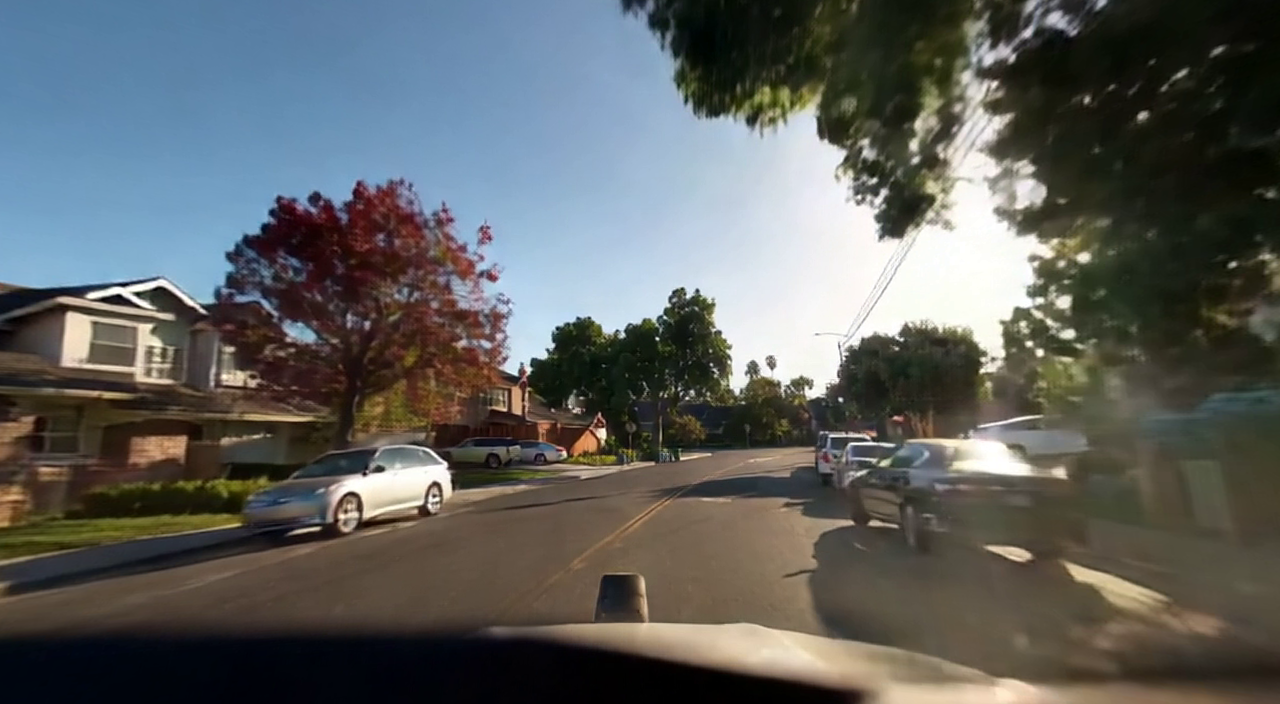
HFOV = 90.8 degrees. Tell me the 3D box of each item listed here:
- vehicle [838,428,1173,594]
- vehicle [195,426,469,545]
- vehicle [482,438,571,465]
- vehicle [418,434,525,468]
[{"bbox_3d":[4.109,1.821,8.320,2.045,1.478,4.914,-1,-8,8],"label":"vehicle"},{"bbox_3d":[-5.218,2.310,11.719,2.030,1.696,4.828,-2,-9,10],"label":"vehicle"},{"bbox_3d":[-6.299,5.555,35.210,4.455,1.419,2.017,-3,-9,16],"label":"vehicle"},{"bbox_3d":[-8.333,4.921,31.353,4.635,1.594,2.132,-3,-9,17],"label":"vehicle"}]
